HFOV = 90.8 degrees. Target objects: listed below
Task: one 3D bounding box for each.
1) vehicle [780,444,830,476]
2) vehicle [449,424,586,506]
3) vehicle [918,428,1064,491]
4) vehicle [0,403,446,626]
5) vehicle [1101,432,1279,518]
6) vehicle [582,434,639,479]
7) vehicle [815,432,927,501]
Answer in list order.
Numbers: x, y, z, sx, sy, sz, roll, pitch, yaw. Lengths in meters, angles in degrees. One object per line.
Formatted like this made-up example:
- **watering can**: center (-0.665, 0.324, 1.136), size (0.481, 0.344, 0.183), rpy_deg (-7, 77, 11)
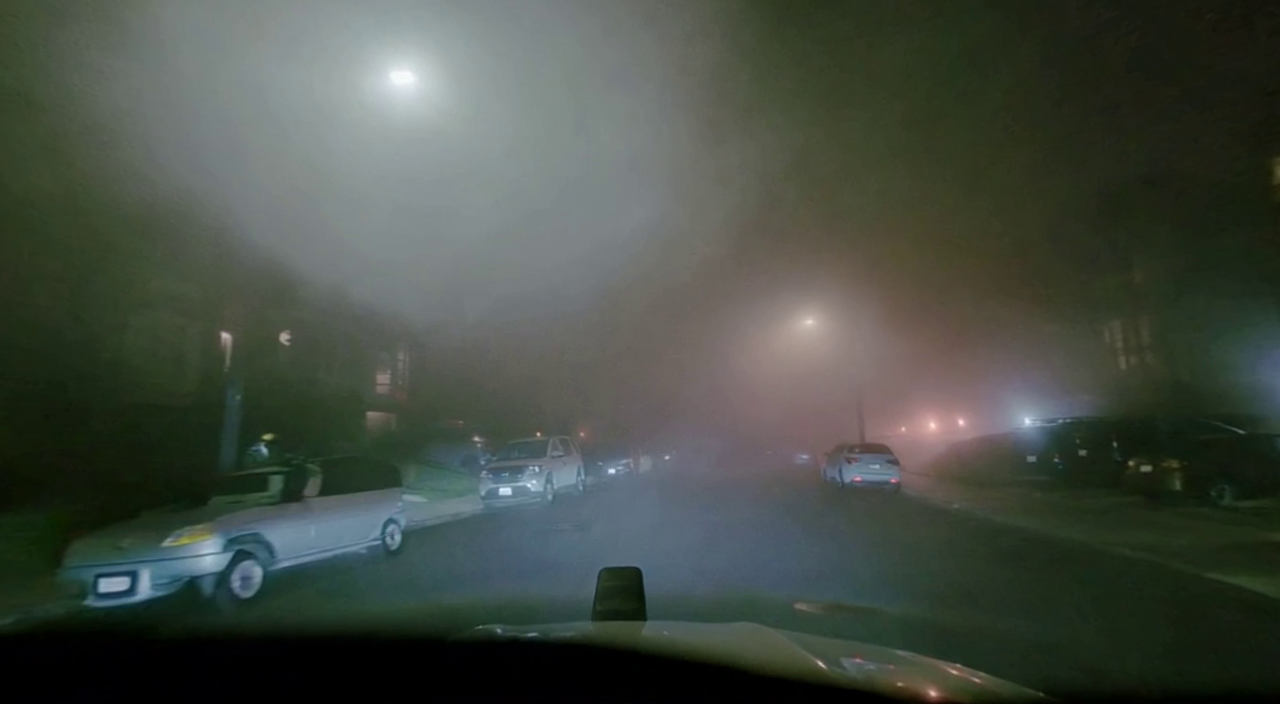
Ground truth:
- **vehicle**: center (8.843, 5.789, 34.252), size (1.850, 1.516, 5.066), rpy_deg (-1, -8, 6)
- **vehicle**: center (-3.181, 3.214, 17.921), size (2.319, 1.902, 5.526), rpy_deg (-2, -10, 5)
- **vehicle**: center (11.376, 3.588, 21.003), size (2.285, 1.833, 4.853), rpy_deg (-1, -10, 4)
- **vehicle**: center (-4.404, 1.788, 7.680), size (2.035, 1.719, 4.749), rpy_deg (-6, -11, 7)
- **vehicle**: center (12.176, 2.340, 12.331), size (4.611, 1.510, 1.962), rpy_deg (-2, -8, 8)
- **vehicle**: center (-1.257, 4.830, 28.956), size (2.007, 1.861, 4.101), rpy_deg (0, -11, 6)
- **vehicle**: center (7.275, 3.646, 20.632), size (2.201, 1.896, 5.632), rpy_deg (-1, -8, 8)
